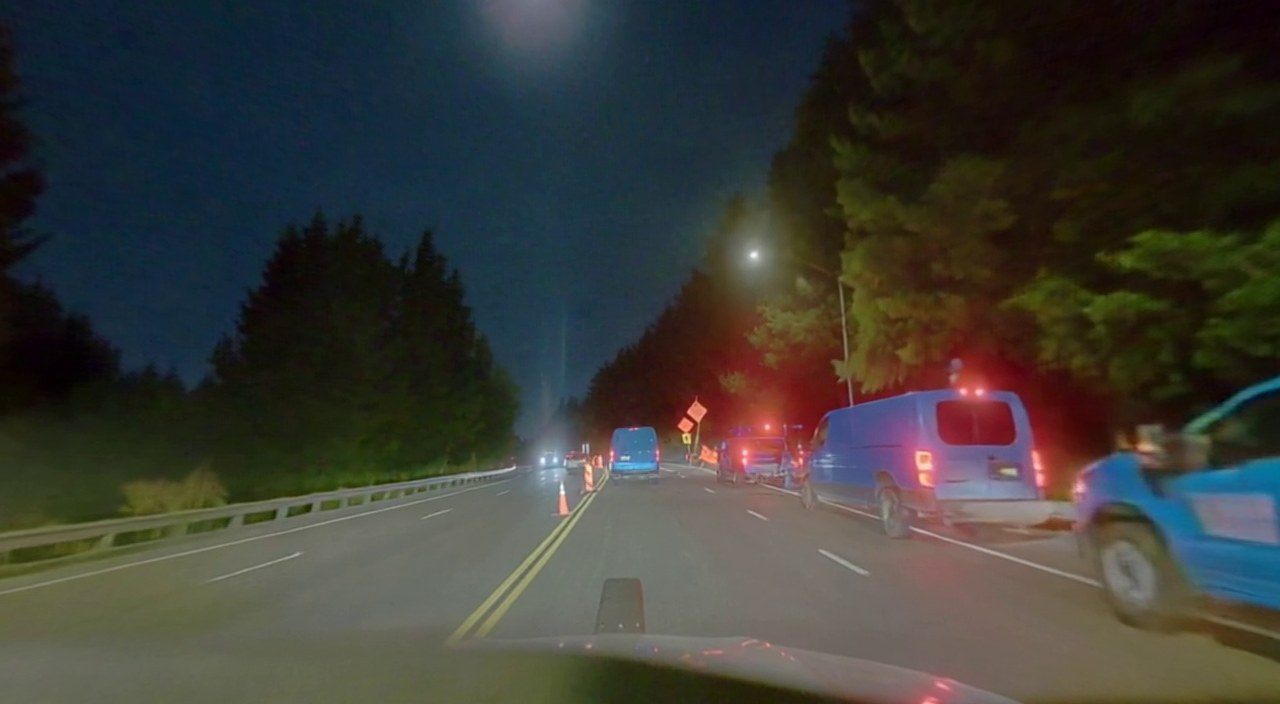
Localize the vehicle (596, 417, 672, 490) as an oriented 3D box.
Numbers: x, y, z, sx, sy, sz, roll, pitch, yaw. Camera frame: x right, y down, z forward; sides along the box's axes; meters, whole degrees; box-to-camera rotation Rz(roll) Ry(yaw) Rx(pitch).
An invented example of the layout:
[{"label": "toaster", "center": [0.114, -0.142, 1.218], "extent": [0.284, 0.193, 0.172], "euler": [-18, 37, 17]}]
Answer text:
[{"label": "vehicle", "center": [-0.254, 3.514, 22.111], "extent": [2.362, 2.247, 4.892], "euler": [0, -9, -2]}]

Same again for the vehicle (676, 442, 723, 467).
[{"label": "vehicle", "center": [3.483, 6.108, 37.717], "extent": [2.277, 1.299, 3.889], "euler": [-3, -9, -3]}]

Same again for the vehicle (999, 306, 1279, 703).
[{"label": "vehicle", "center": [4.323, 0.674, 2.529], "extent": [2.202, 1.980, 5.978], "euler": [0, -8, -1]}]

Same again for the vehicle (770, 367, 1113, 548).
[{"label": "vehicle", "center": [4.277, 1.745, 10.940], "extent": [2.613, 2.153, 6.713], "euler": [0, -8, 0]}]
